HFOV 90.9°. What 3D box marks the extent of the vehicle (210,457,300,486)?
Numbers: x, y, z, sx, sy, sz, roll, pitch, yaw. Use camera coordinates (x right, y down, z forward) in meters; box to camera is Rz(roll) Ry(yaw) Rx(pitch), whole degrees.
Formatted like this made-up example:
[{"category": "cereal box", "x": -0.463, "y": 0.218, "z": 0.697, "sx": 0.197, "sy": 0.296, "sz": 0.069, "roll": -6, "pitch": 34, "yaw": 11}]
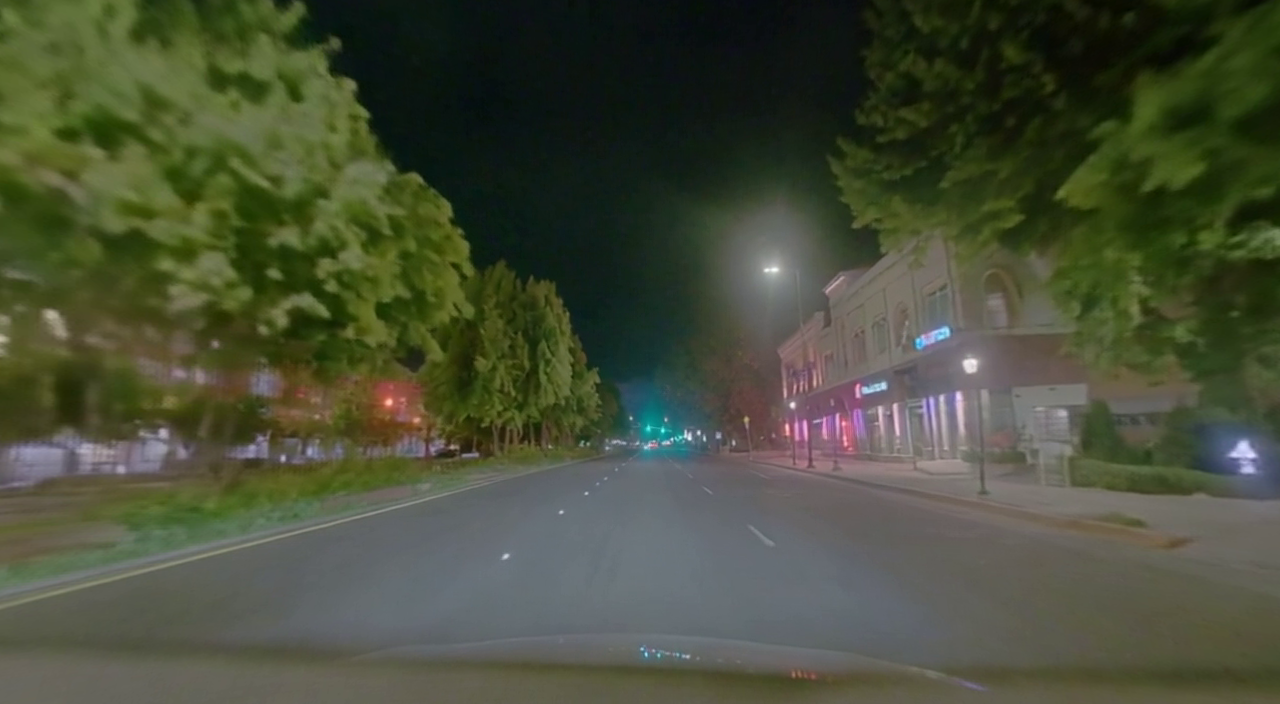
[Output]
[{"category": "vehicle", "x": -22.192, "y": 6.876, "z": 36.570, "sx": 2.135, "sy": 1.467, "sz": 4.653, "roll": -1, "pitch": -9, "yaw": 2}]
